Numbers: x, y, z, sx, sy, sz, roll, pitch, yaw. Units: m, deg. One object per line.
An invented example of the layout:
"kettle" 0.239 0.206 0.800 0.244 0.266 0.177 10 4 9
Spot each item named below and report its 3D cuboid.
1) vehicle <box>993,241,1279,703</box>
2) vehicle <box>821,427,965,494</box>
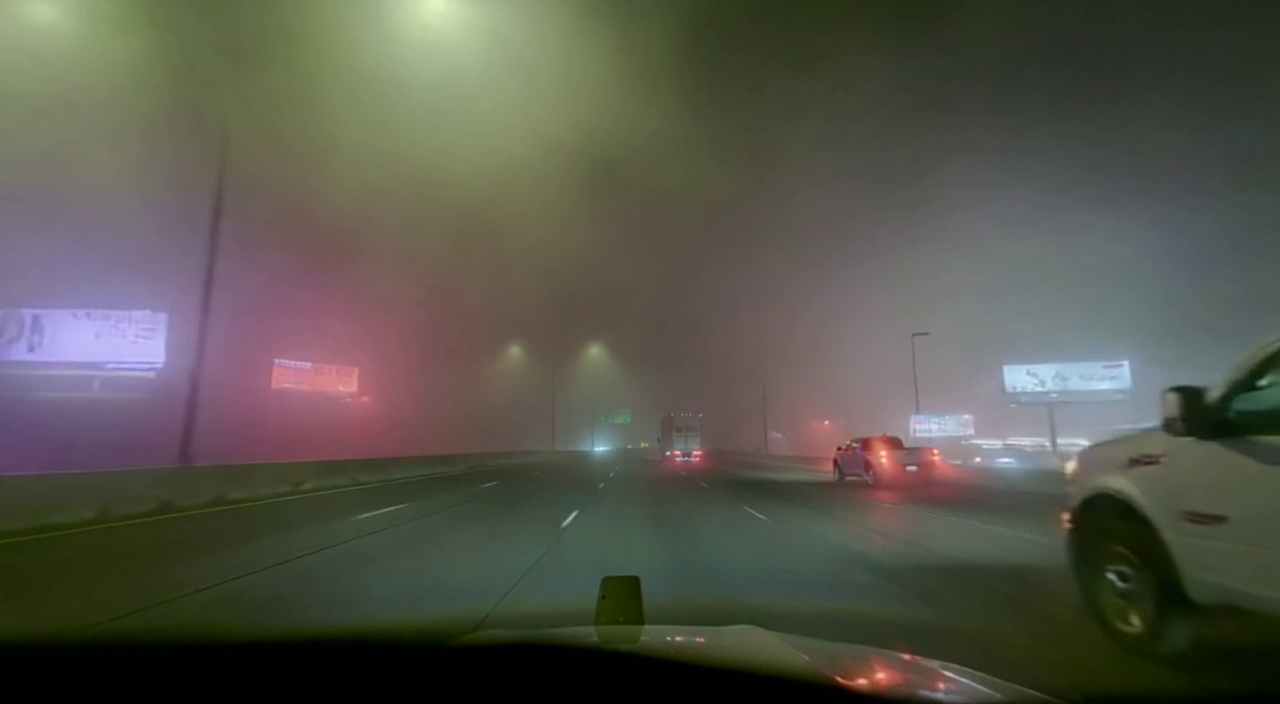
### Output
"vehicle" 4.097 0.435 1.561 2.740 2.157 6.300 0 -9 0
"vehicle" 8.282 3.630 21.380 2.544 1.947 5.288 0 -9 -1
